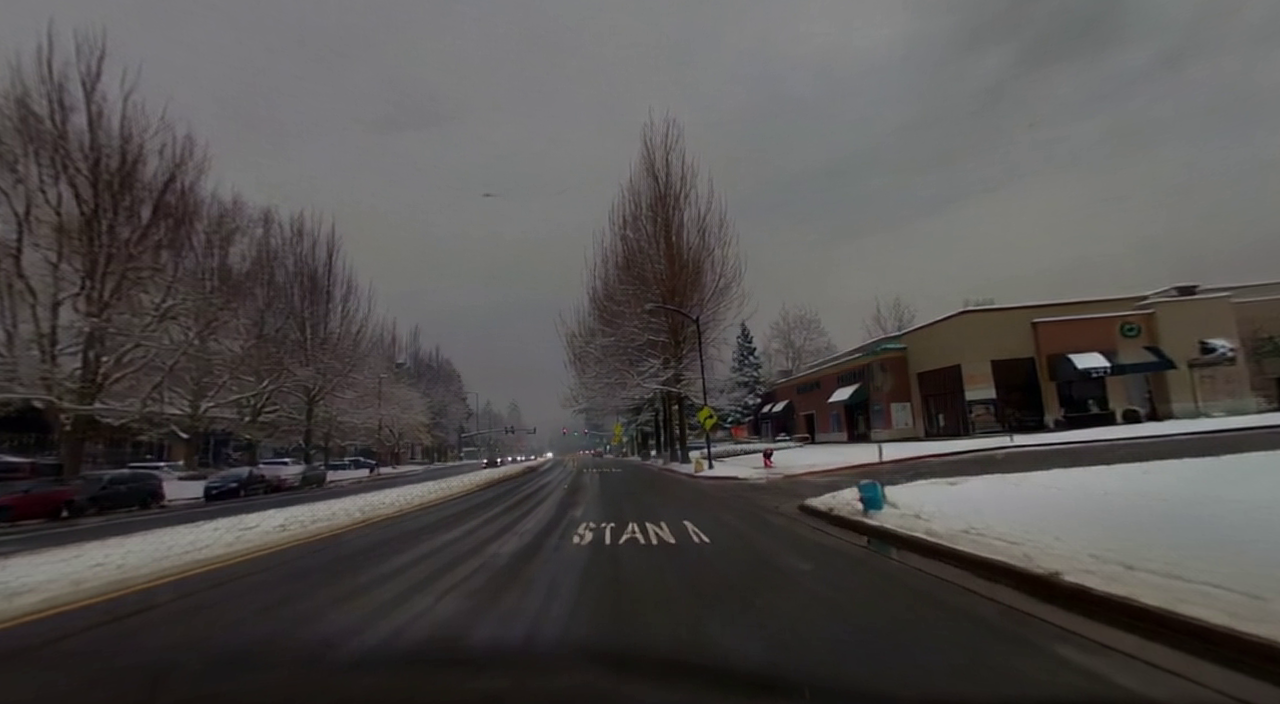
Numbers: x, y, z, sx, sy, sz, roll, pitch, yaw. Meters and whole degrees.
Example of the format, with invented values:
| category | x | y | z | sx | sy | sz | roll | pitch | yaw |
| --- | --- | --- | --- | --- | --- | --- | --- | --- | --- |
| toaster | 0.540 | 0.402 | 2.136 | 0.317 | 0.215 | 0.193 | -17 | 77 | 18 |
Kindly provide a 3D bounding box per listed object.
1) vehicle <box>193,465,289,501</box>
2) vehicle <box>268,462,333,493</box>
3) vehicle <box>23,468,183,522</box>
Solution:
| category | x | y | z | sx | sy | sz | roll | pitch | yaw |
| --- | --- | --- | --- | --- | --- | --- | --- | --- | --- |
| vehicle | -19.444 | 6.388 | 30.865 | 1.887 | 1.490 | 4.432 | 0 | -9 | -2 |
| vehicle | -20.016 | 7.369 | 37.175 | 1.896 | 1.495 | 4.108 | -4 | -9 | -6 |
| vehicle | -18.769 | 4.970 | 22.284 | 1.956 | 1.550 | 4.375 | 0 | -9 | -3 |
